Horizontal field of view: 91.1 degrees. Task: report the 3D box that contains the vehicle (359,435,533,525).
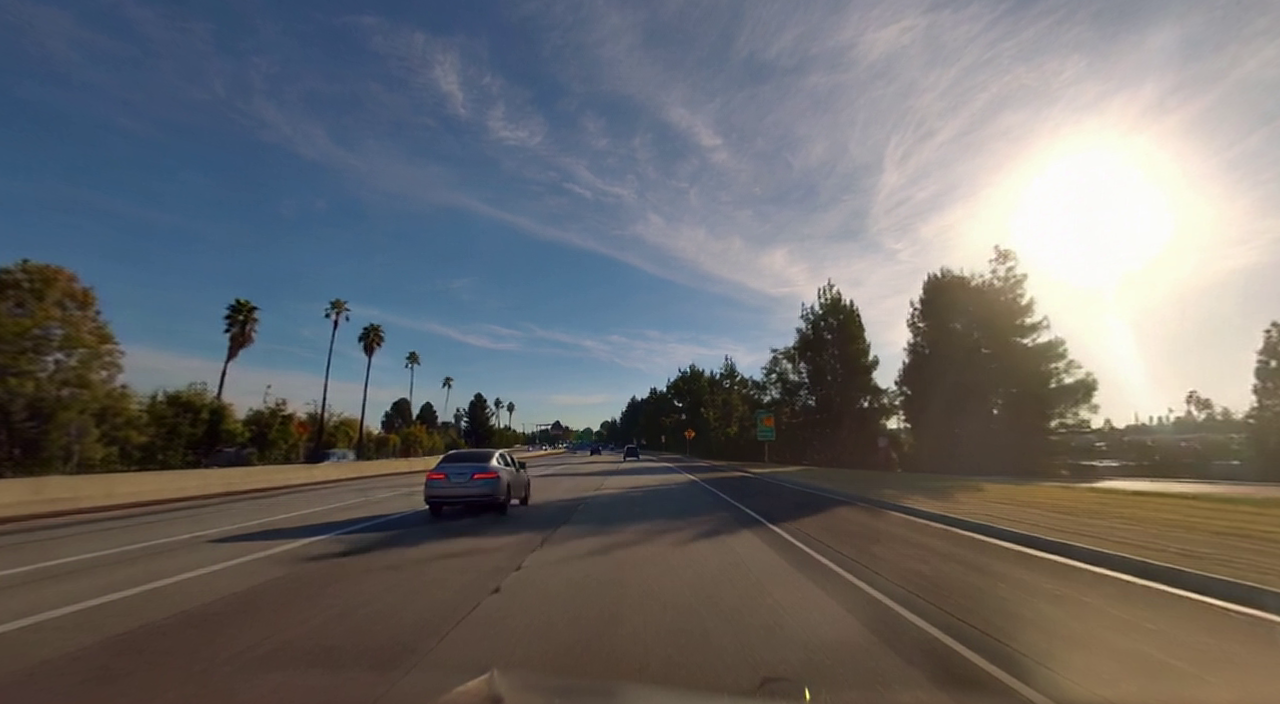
[{"bbox_3d":[-3.833,2.599,13.483,2.092,1.562,4.748,0,-8,2],"label":"vehicle"}]
